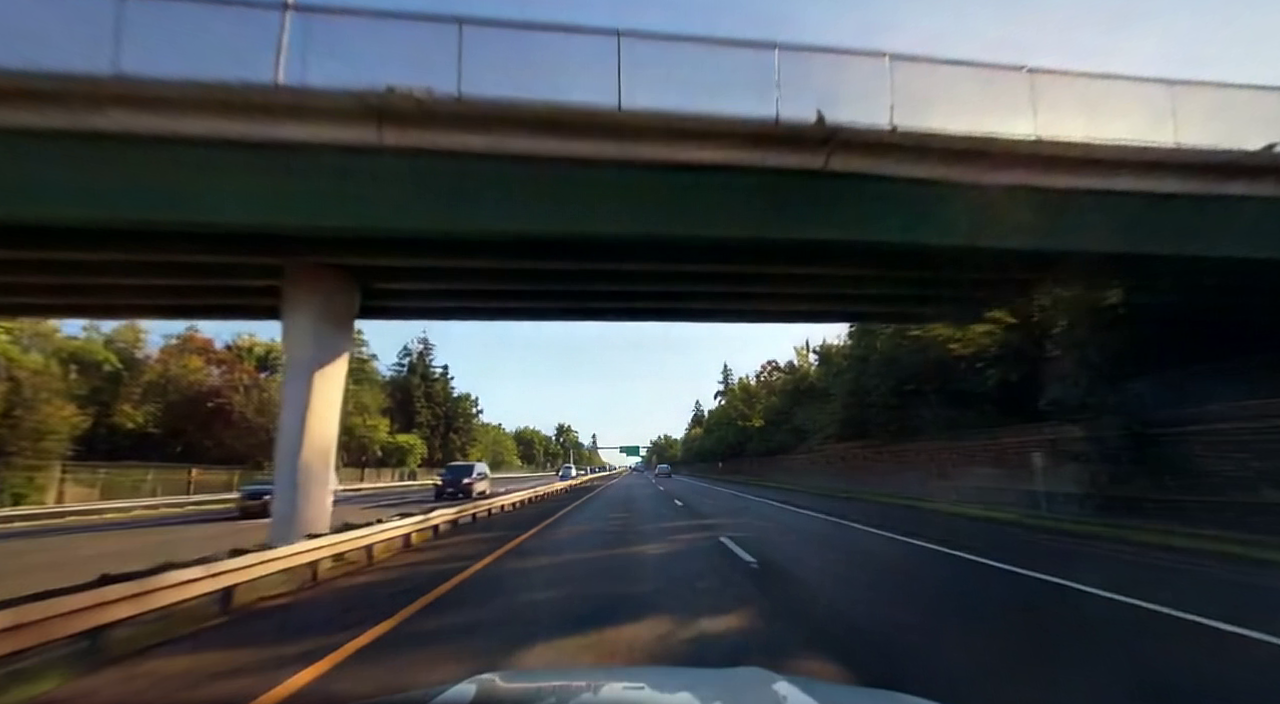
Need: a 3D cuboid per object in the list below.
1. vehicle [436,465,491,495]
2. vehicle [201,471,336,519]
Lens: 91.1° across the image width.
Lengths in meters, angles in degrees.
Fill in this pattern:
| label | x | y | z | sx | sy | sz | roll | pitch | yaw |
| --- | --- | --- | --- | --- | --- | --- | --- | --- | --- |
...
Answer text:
| label | x | y | z | sx | sy | sz | roll | pitch | yaw |
| --- | --- | --- | --- | --- | --- | --- | --- | --- | --- |
| vehicle | -9.523 | 6.931 | 34.183 | 1.787 | 1.465 | 3.822 | 1 | -10 | 1 |
| vehicle | -13.019 | 5.016 | 22.446 | 2.002 | 1.461 | 4.548 | 1 | -10 | 0 |
